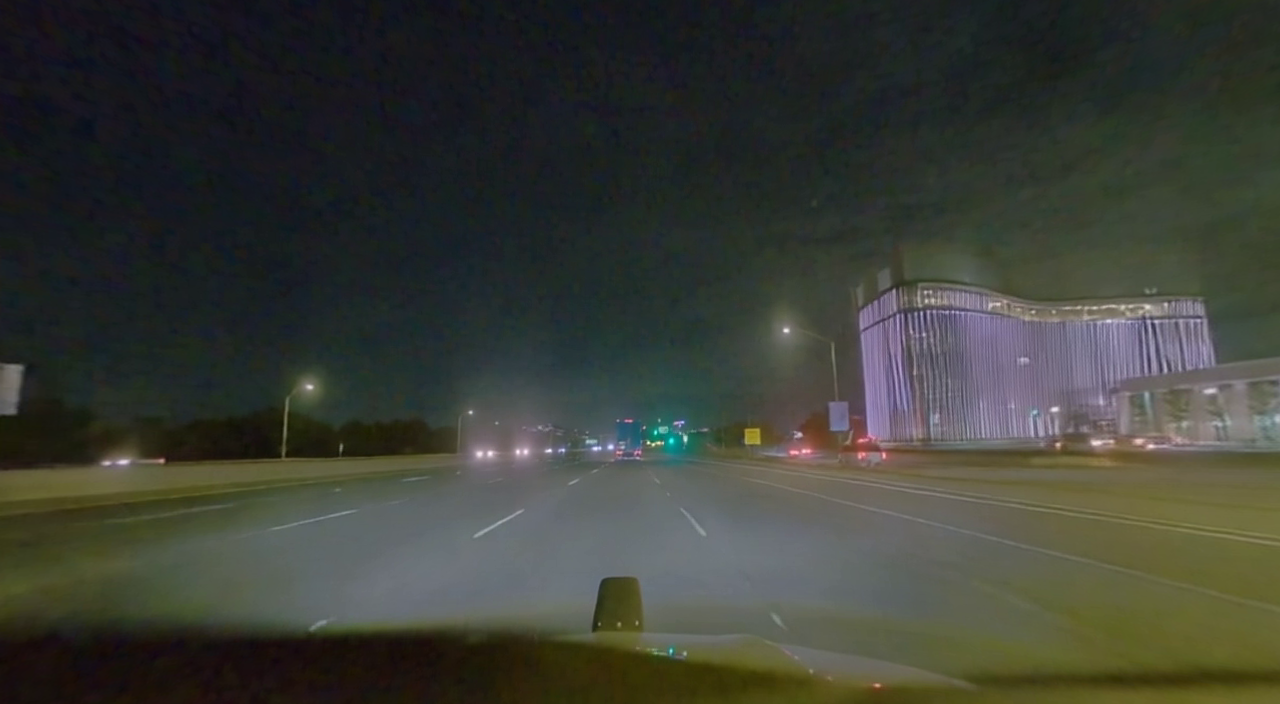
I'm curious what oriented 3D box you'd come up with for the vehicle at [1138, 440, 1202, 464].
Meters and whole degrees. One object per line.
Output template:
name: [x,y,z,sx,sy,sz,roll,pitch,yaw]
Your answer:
vehicle: [35.143,6.619,41.902,1.802,1.508,4.220,-4,-9,20]
